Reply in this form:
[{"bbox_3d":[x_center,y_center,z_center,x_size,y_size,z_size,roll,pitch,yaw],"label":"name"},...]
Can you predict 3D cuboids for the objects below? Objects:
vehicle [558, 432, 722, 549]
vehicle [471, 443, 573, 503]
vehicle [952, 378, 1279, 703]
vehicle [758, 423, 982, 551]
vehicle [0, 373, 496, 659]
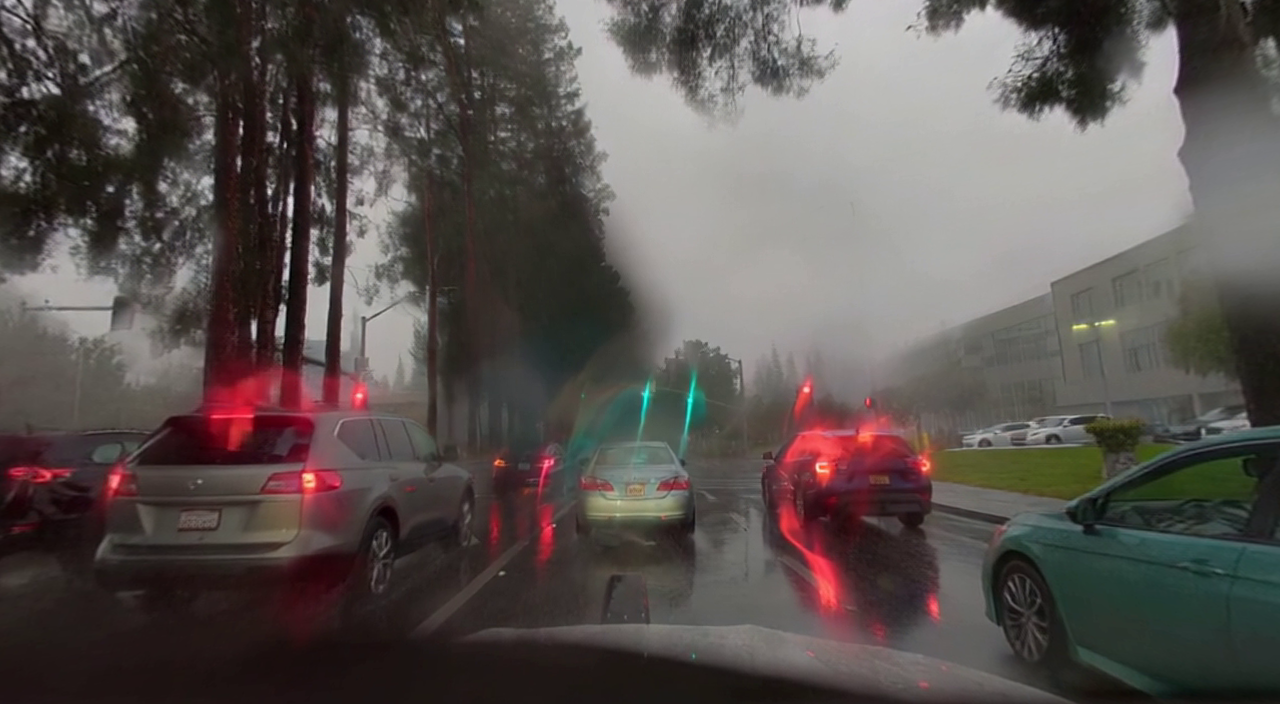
[{"bbox_3d":[-0.009,2.116,10.295,2.147,1.507,3.953,0,-8,0],"label":"vehicle"},{"bbox_3d":[-3.079,3.248,17.365,1.975,1.420,4.196,0,-8,1],"label":"vehicle"},{"bbox_3d":[3.313,0.956,2.738,1.899,1.588,3.888,0,-9,0],"label":"vehicle"},{"bbox_3d":[3.427,2.096,10.491,2.040,1.647,4.379,0,-8,0],"label":"vehicle"},{"bbox_3d":[-3.114,1.355,6.277,2.168,1.750,4.625,-1,-8,1],"label":"vehicle"}]
